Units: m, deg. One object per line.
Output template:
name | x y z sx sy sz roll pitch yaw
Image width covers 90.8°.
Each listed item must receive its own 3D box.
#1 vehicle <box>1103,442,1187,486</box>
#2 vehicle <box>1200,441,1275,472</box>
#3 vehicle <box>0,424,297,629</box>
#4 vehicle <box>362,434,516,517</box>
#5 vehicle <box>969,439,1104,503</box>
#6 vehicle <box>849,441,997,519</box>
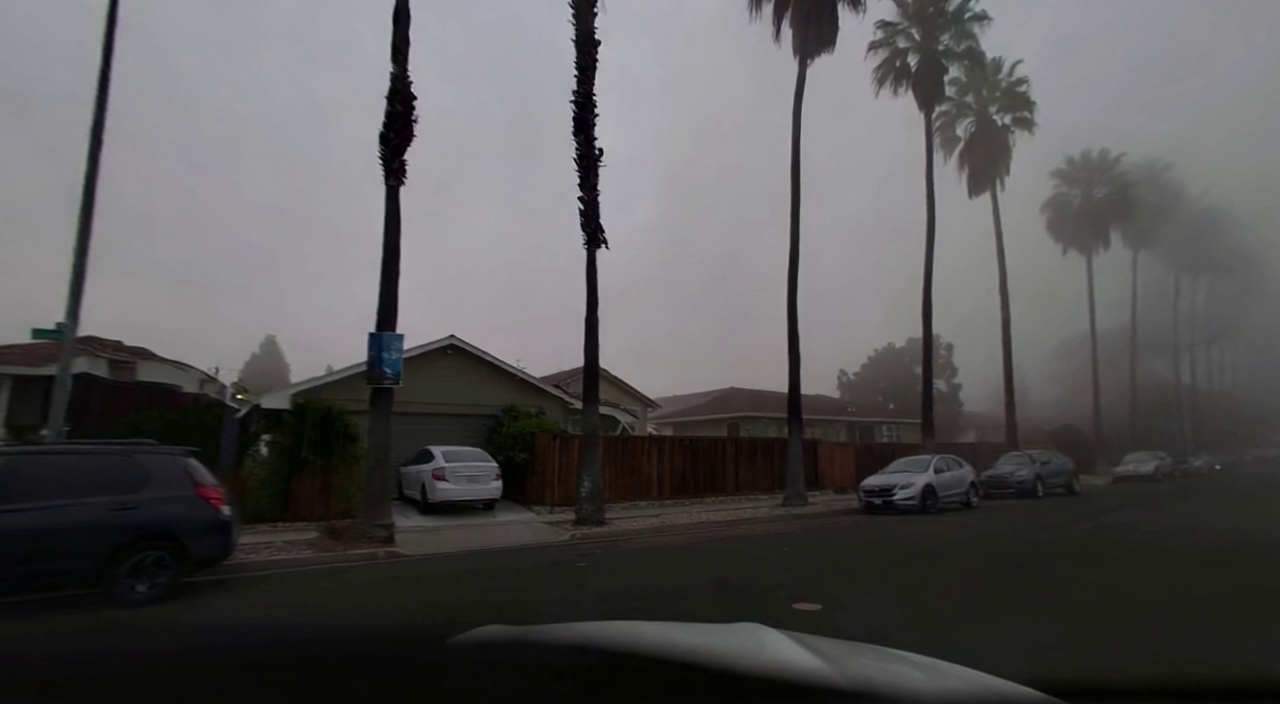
vehicle | 22.952 5.012 28.652 4.381 1.803 1.947 6 -11 -40
vehicle | 38.485 6.663 40.607 5.876 1.808 2.316 5 -11 -36
vehicle | -5.962 1.546 5.930 4.469 1.655 1.978 6 -11 -37
vehicle | -4.830 2.816 14.872 2.134 1.630 4.057 6 -11 -37
vehicle | 13.249 3.853 20.997 5.168 1.819 2.020 6 -11 -38
vehicle | 7.255 3.162 16.120 3.777 1.697 1.816 6 -11 -39
